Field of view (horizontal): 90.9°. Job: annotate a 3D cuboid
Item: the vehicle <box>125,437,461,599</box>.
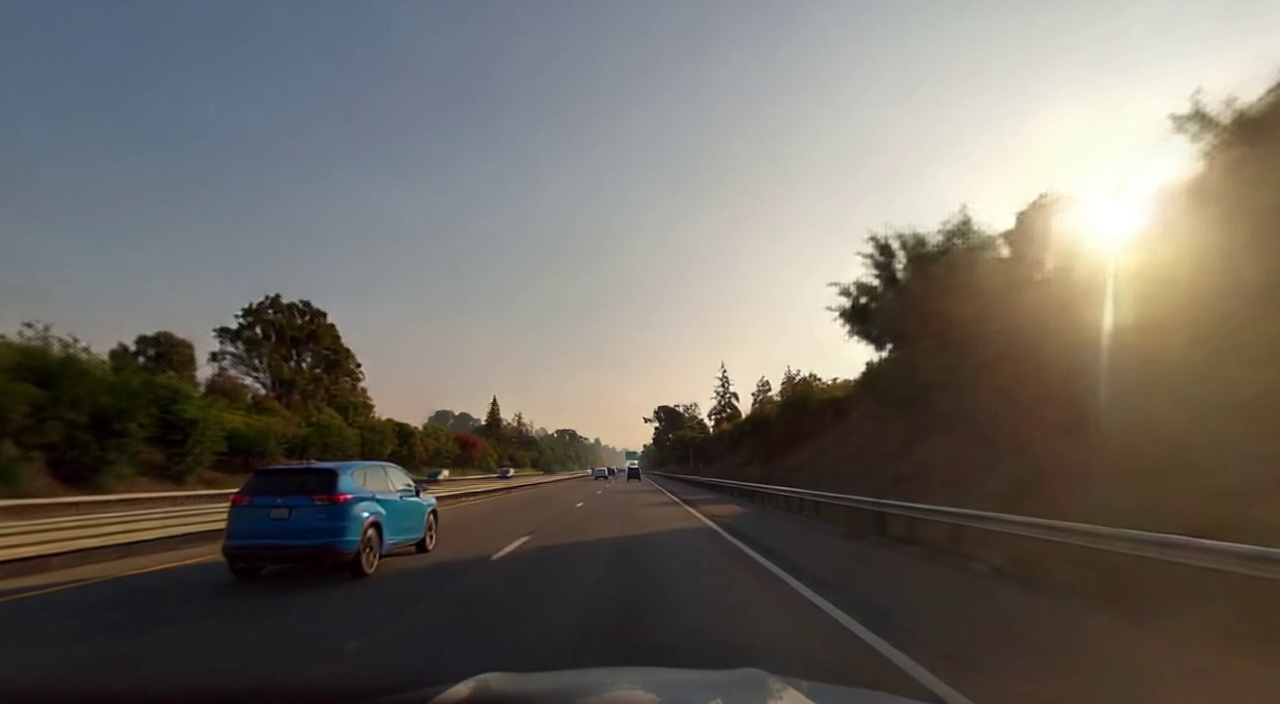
[{"bbox_3d":[-3.953,1.990,8.201,2.017,1.516,4.041,1,-11,0],"label":"vehicle"}]
